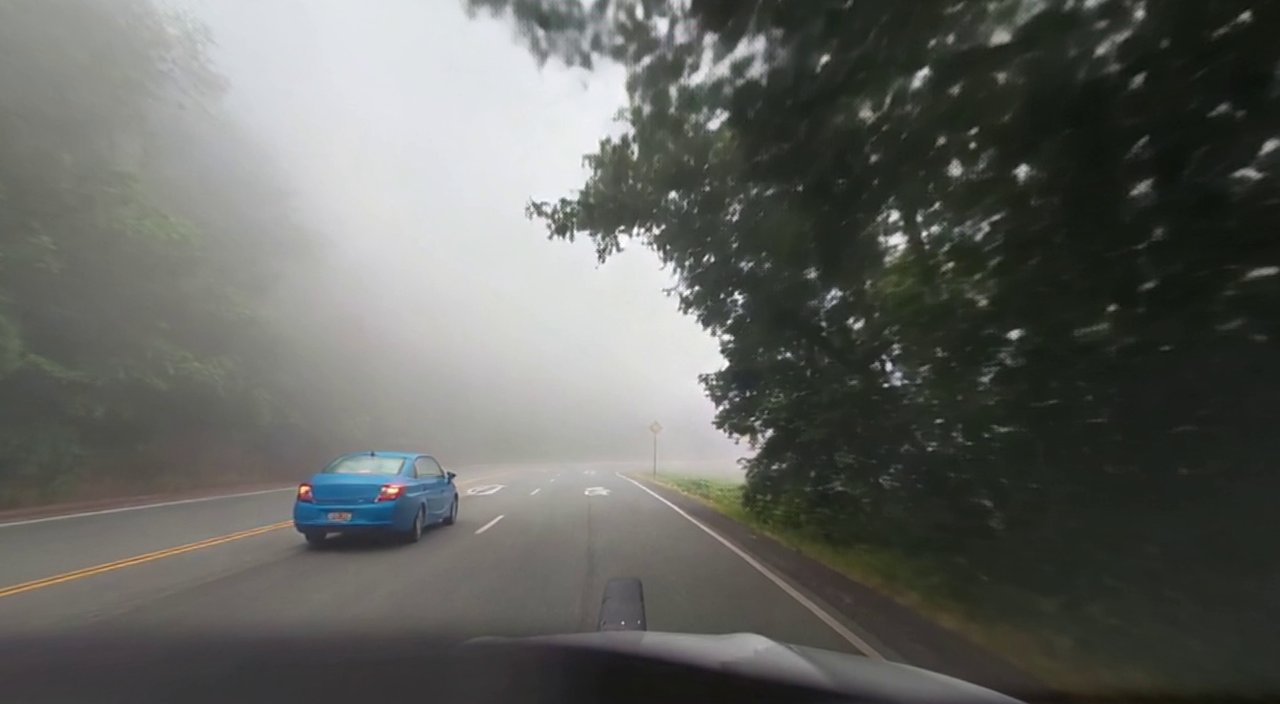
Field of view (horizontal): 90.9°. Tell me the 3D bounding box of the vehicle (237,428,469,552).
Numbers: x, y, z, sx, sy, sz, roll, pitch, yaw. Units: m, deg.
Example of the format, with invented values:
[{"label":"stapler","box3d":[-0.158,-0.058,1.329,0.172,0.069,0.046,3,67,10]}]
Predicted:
[{"label":"vehicle","box3d":[-4.352,2.143,10.419,2.078,1.607,3.959,0,-9,-2]}]
